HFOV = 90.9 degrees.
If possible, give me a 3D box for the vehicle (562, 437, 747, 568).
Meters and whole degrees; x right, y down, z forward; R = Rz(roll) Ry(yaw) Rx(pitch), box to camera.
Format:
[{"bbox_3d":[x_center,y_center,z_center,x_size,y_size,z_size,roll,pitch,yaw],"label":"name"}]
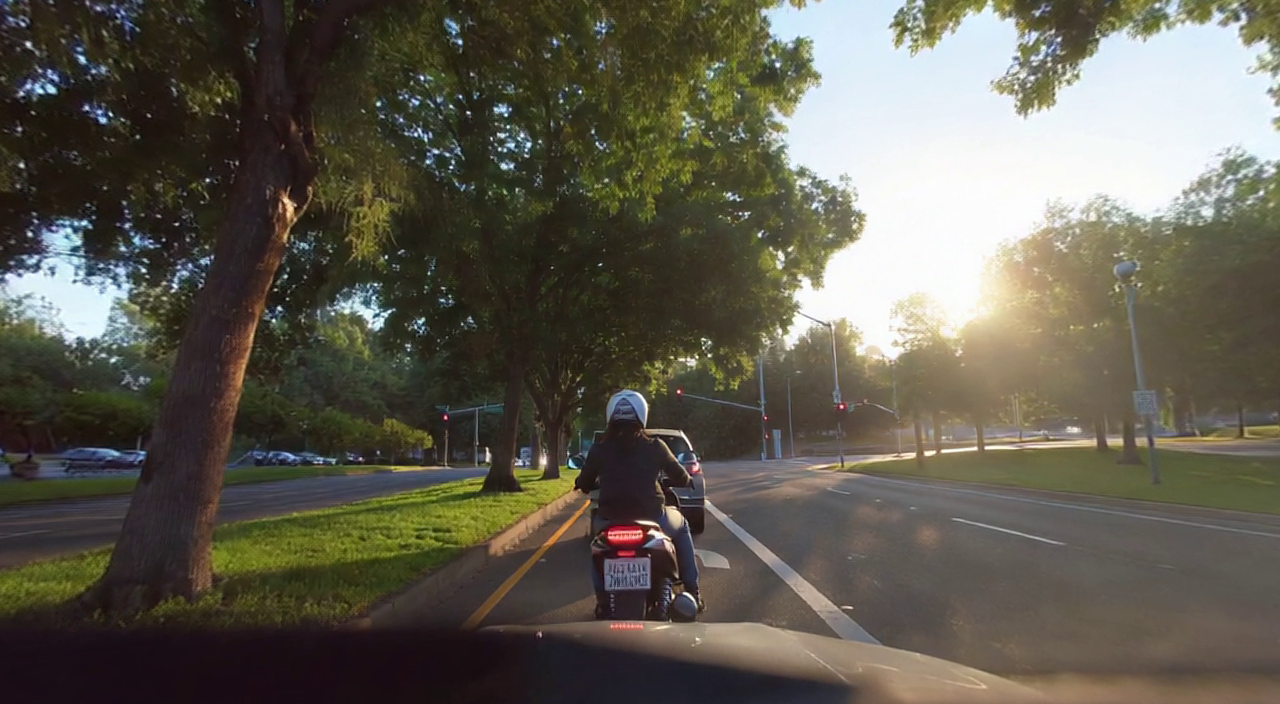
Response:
[{"bbox_3d":[0.122,2.028,9.435,2.093,1.450,4.437,0,-8,-1],"label":"vehicle"}]
